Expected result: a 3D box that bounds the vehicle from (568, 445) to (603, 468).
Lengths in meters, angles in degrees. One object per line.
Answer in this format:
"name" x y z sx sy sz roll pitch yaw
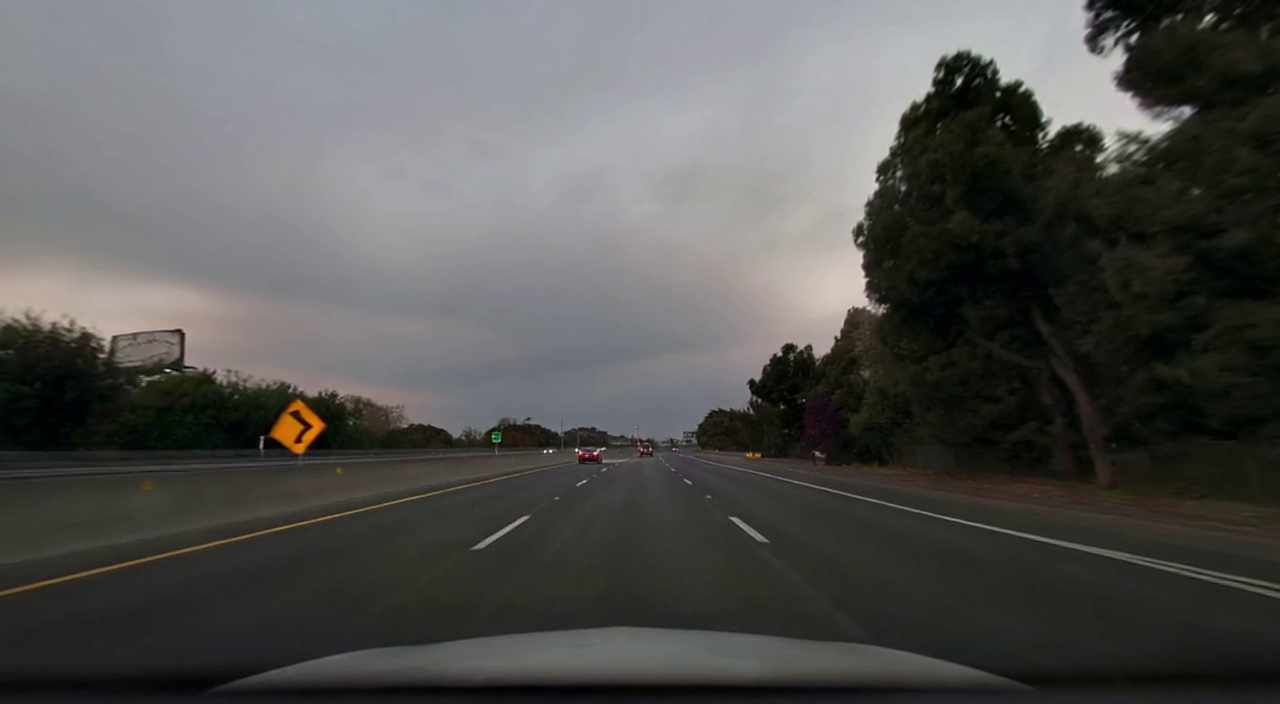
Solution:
"vehicle" -3.770 7.308 44.224 2.001 1.521 3.900 0 -9 1
